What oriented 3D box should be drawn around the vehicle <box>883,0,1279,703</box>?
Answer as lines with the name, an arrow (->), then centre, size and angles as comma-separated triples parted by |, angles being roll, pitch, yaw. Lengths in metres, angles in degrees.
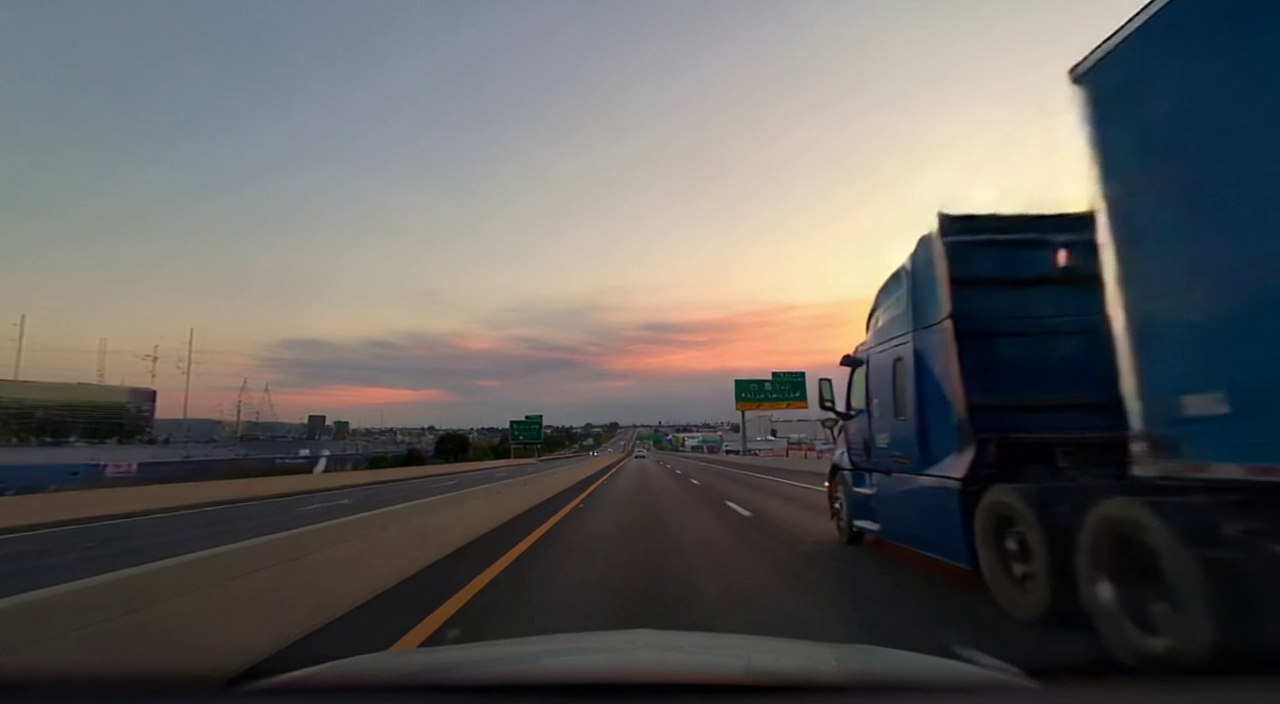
vehicle -> 4.187, -0.645, 0.340 | 2.937, 4.082, 12.918 | 0, -9, 0
